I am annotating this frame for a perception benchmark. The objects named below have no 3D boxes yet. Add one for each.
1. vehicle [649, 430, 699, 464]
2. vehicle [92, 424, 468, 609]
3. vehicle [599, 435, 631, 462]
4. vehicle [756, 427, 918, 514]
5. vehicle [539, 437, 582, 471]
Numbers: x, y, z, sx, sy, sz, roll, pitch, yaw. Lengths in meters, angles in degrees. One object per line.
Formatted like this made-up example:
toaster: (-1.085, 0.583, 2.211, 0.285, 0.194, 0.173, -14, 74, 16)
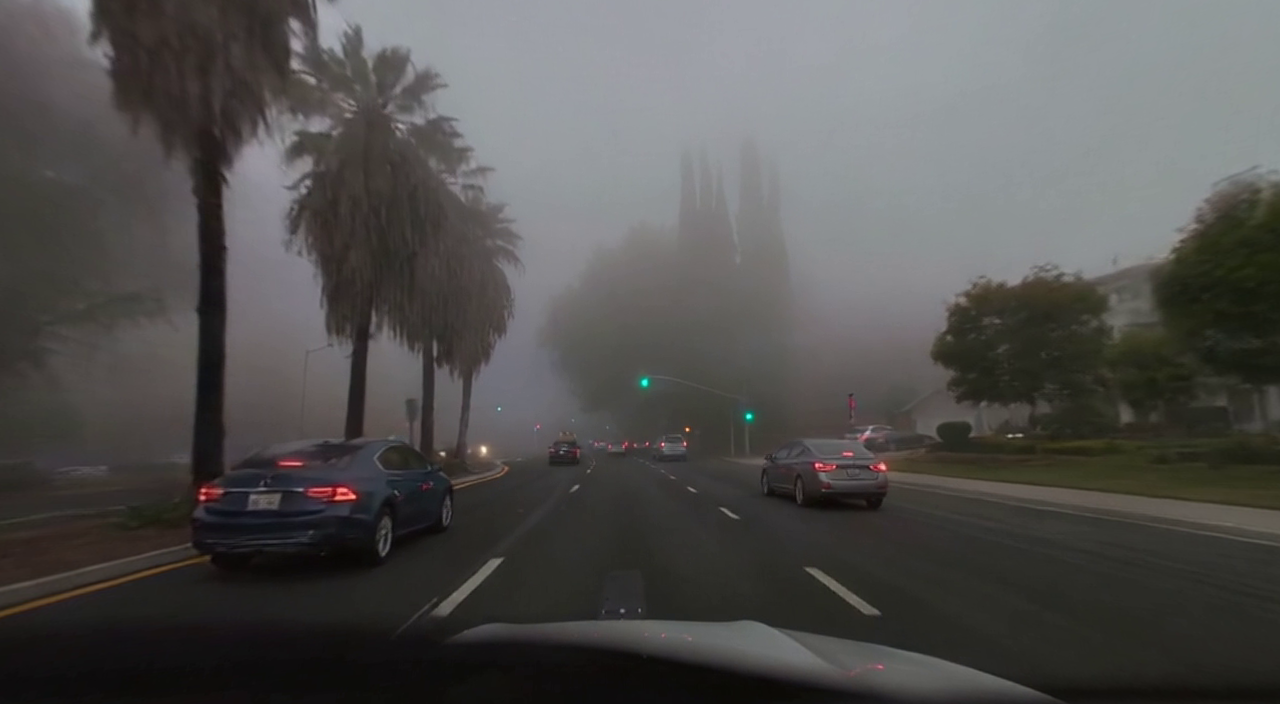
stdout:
vehicle: (2.050, 5.985, 39.725, 2.391, 1.960, 5.600, 0, -8, -4)
vehicle: (-3.505, 1.651, 7.303, 1.924, 1.473, 4.200, 0, -8, -1)
vehicle: (-1.939, 7.257, 47.599, 2.164, 1.867, 4.254, 0, -8, -5)
vehicle: (3.841, 2.380, 13.163, 1.870, 1.491, 4.009, 0, -8, -3)
vehicle: (-4.043, 5.242, 32.619, 1.922, 1.577, 4.140, 0, -8, -4)
